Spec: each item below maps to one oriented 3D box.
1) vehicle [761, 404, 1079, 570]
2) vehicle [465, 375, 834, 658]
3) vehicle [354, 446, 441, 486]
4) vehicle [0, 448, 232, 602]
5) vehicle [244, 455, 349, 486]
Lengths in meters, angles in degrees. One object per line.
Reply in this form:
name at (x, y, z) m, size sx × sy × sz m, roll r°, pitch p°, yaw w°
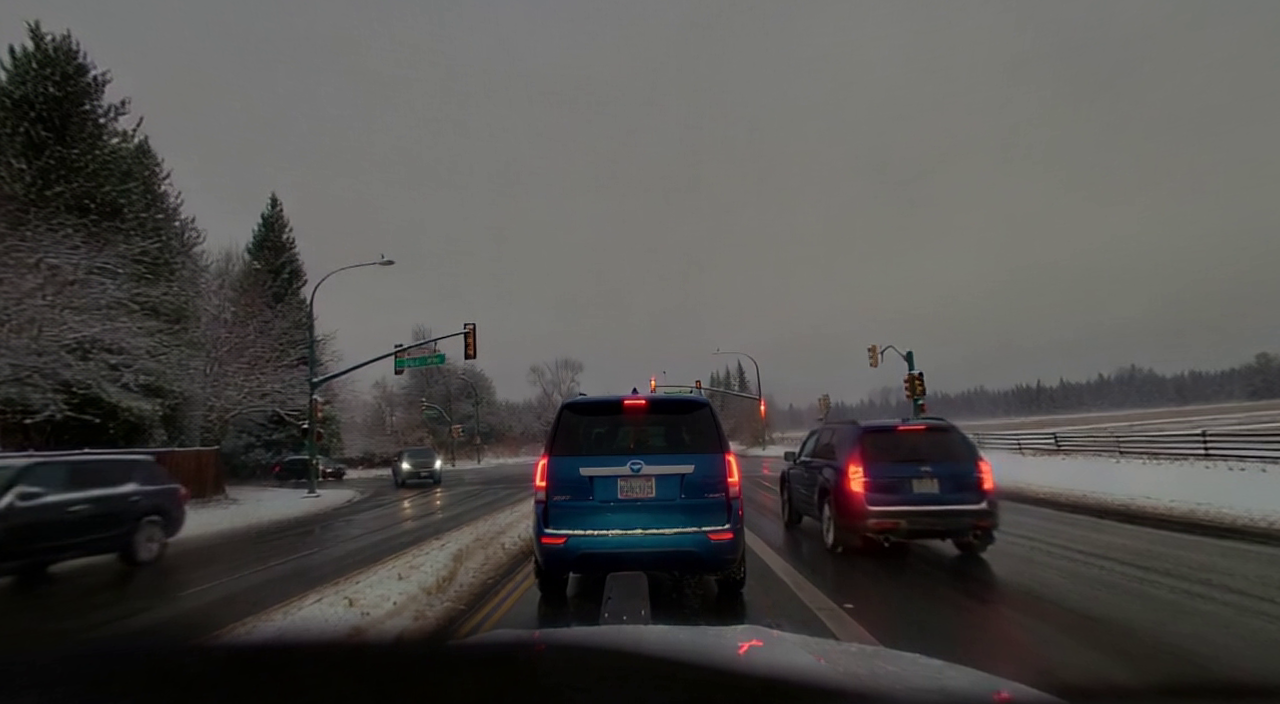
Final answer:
vehicle at (3.324, 1.720, 8.811) m, size 2.340 × 1.693 × 4.516 m, roll 0°, pitch -8°, yaw 0°
vehicle at (0.051, 1.331, 6.106) m, size 2.298 × 1.770 × 4.138 m, roll 0°, pitch -8°, yaw 0°
vehicle at (-11.310, 5.237, 29.280) m, size 2.026 × 1.680 × 4.608 m, roll 8°, pitch -12°, yaw -44°
vehicle at (-7.943, 2.087, 8.251) m, size 2.192 × 1.606 × 4.510 m, roll 0°, pitch -8°, yaw 0°
vehicle at (-18.049, 6.176, 33.164) m, size 4.559 × 1.458 × 2.265 m, roll -3°, pitch -9°, yaw 19°
